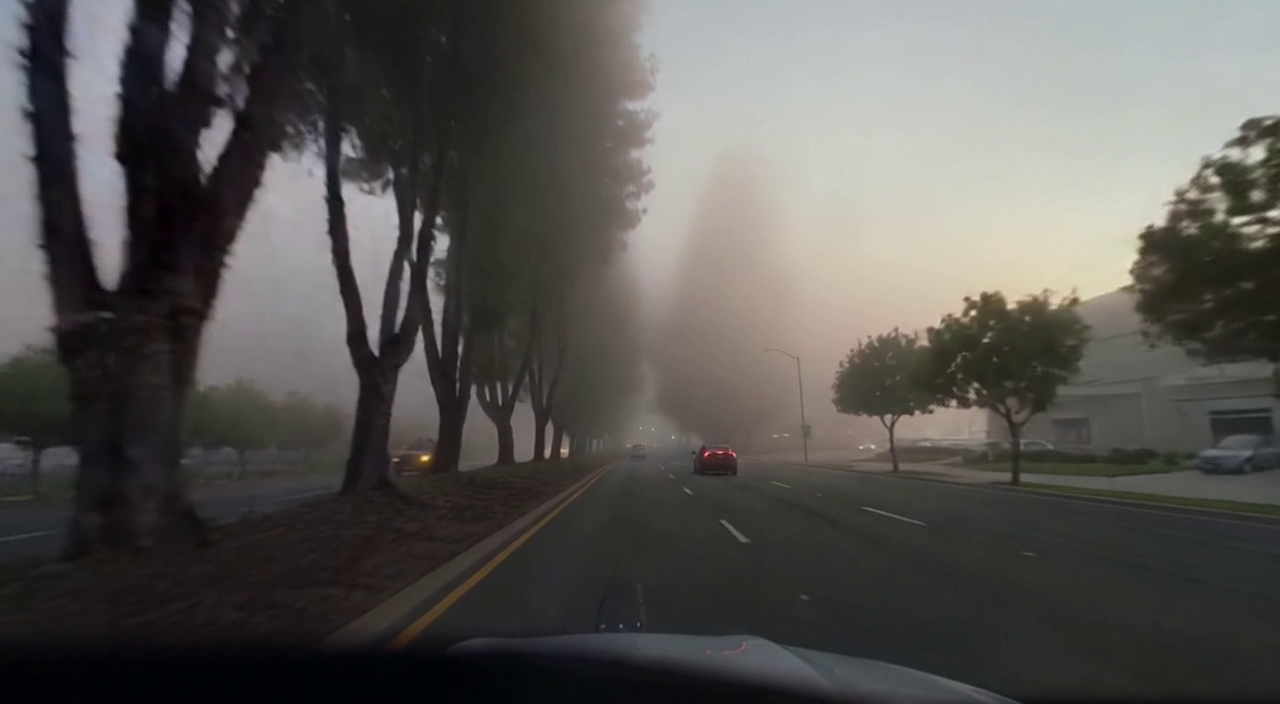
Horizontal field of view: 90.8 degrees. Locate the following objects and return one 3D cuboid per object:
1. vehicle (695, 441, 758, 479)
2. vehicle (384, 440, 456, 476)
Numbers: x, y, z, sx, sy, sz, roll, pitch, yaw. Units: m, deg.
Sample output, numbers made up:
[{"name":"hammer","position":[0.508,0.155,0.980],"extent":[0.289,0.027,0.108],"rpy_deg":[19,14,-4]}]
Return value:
[{"name":"vehicle","position":[3.592,4.587,27.150],"extent":[1.983,1.482,4.463],"rpy_deg":[0,-9,-1]},{"name":"vehicle","position":[-11.833,5.741,34.363],"extent":[2.116,1.789,4.889],"rpy_deg":[0,-9,0]}]
